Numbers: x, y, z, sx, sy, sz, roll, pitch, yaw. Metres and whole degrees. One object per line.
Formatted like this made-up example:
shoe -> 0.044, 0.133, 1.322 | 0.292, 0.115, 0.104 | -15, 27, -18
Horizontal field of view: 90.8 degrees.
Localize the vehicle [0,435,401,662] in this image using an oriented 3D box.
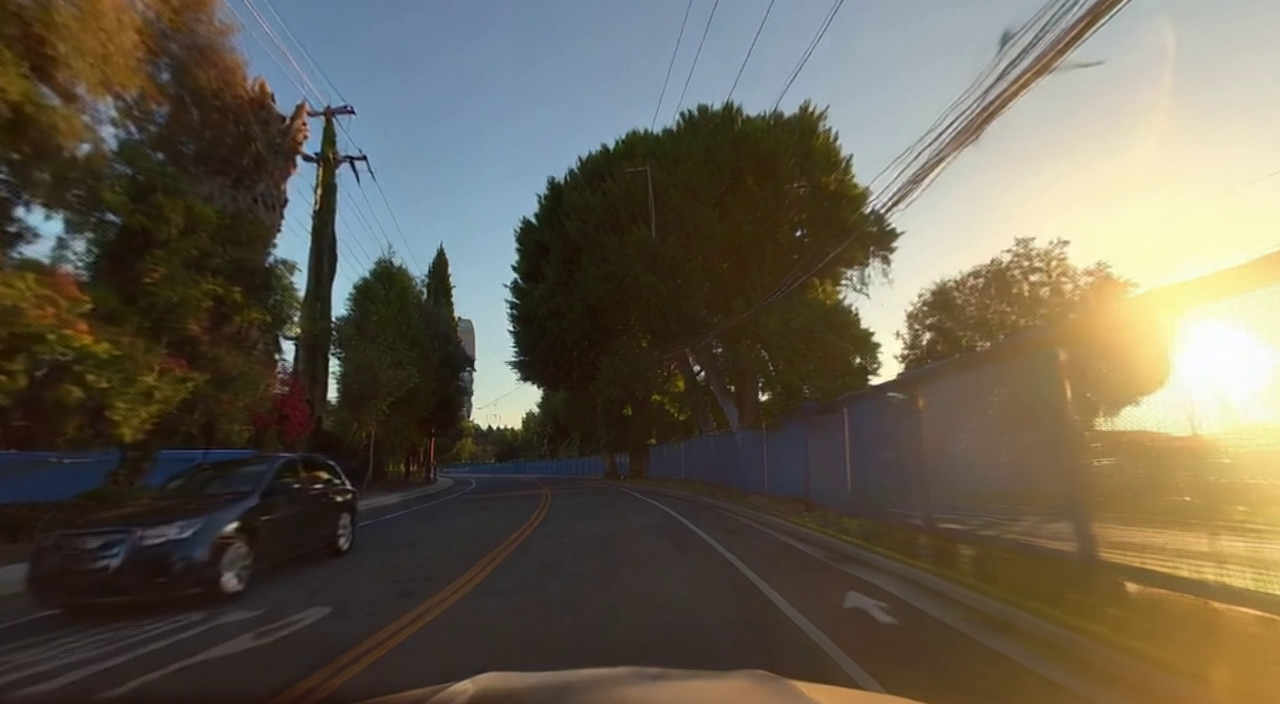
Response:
vehicle -> -4.309, 1.650, 6.506 | 2.034, 1.479, 4.521 | 0, -9, -2
